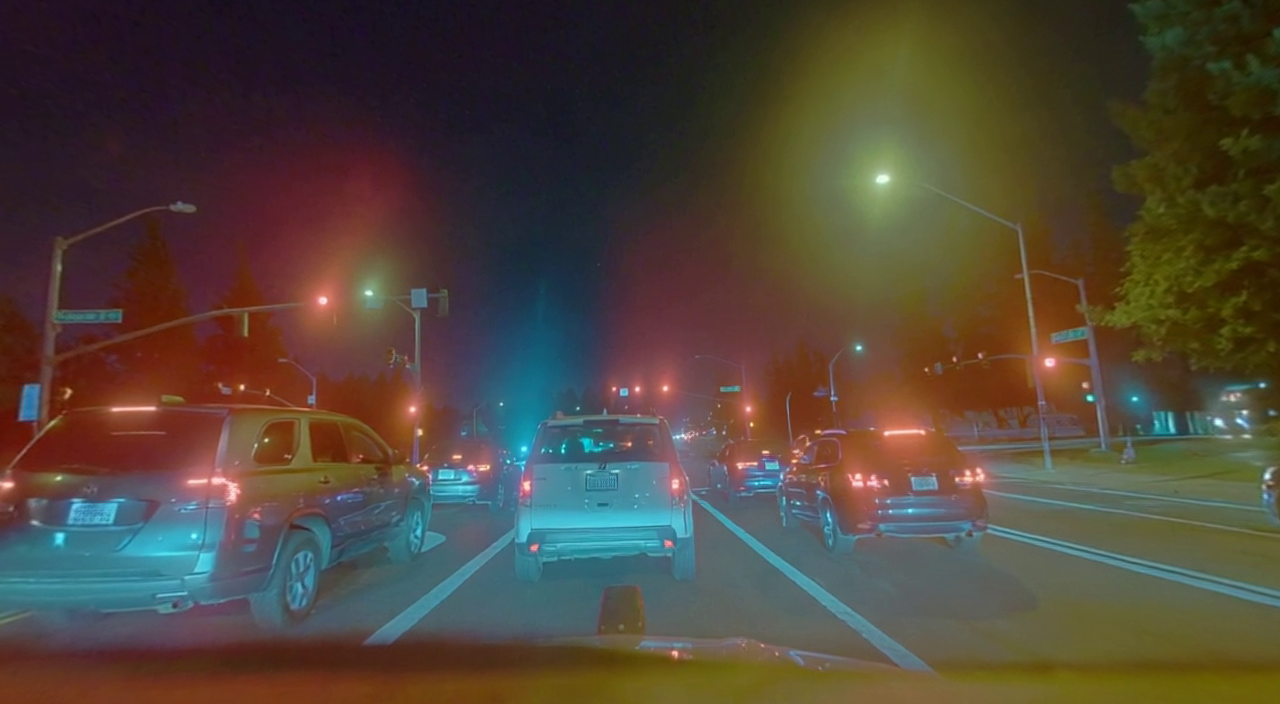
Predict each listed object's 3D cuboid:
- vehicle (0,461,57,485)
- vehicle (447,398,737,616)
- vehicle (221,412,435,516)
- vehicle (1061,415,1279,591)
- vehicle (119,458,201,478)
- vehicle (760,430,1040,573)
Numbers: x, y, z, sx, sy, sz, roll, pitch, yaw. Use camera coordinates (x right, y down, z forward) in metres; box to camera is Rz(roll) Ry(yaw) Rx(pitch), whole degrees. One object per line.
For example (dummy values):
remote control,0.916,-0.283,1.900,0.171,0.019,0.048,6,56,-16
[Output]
vehicle,-45.612,8.733,45.569,4.576,1.631,1.889,0,-8,2
vehicle,-0.349,1.514,7.019,2.256,1.694,4.055,0,-9,1
vehicle,-6.718,2.488,14.396,2.214,1.953,5.017,0,-9,1
vehicle,6.576,1.420,6.148,1.941,1.532,4.152,0,-9,-1
vehicle,-37.317,9.028,48.867,4.914,1.487,1.850,0,-9,1
vehicle,3.149,1.896,8.858,1.971,1.473,4.495,0,-9,-1
